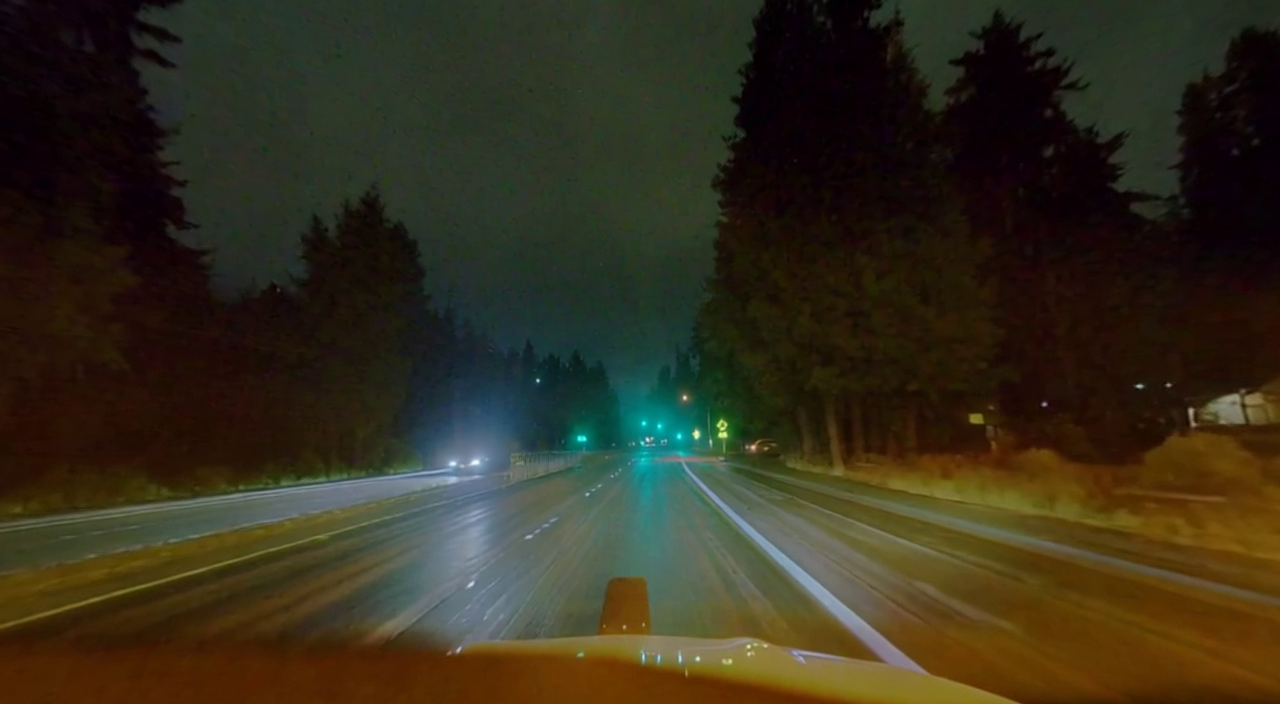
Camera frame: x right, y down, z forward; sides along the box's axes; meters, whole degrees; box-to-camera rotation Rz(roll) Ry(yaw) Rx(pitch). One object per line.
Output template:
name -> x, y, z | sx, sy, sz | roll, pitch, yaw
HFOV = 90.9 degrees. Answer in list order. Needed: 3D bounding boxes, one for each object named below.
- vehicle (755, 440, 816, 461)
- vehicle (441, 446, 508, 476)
vehicle -> 11.380, 7.685, 49.381 | 4.227, 1.608, 2.018 | 0, -8, -3
vehicle -> -8.369, 5.530, 32.266 | 2.162, 1.438, 4.374 | 0, -8, 2
